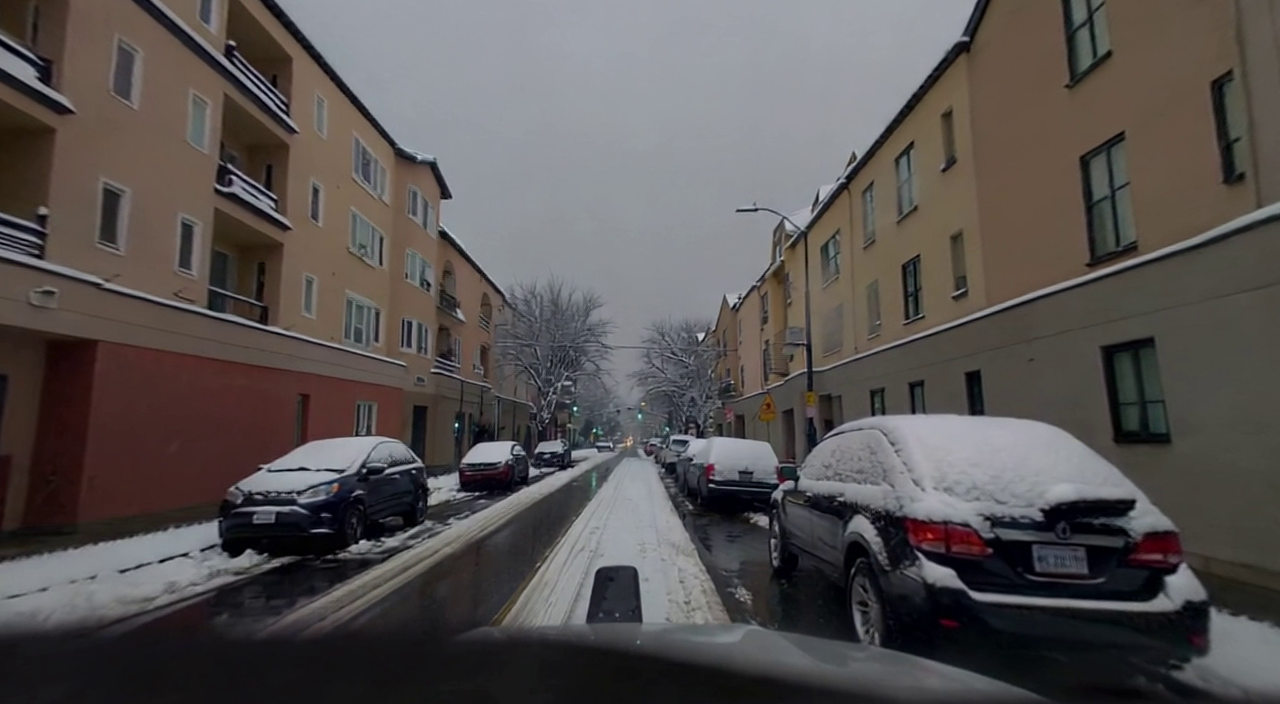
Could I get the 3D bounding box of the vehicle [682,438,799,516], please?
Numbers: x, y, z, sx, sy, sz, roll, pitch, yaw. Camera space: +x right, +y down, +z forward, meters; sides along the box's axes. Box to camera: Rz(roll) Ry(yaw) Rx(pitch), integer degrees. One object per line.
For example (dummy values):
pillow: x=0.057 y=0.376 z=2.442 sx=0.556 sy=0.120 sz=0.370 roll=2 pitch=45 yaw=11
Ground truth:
vehicle: x=2.050 y=2.668 z=14.144 sx=1.786 sy=1.447 sz=4.314 roll=0 pitch=-8 yaw=-2

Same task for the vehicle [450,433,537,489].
vehicle: x=-4.794 y=3.640 z=21.242 sx=1.942 sy=1.521 sz=3.761 roll=5 pitch=-9 yaw=0

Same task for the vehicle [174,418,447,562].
vehicle: x=-4.514 y=1.975 z=9.608 sx=1.883 sy=1.499 sz=4.426 roll=6 pitch=-10 yaw=-3

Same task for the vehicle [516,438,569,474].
vehicle: x=-4.726 y=5.102 z=31.095 sx=1.872 sy=1.484 sz=3.978 roll=5 pitch=-9 yaw=1

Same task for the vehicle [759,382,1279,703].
vehicle: x=2.272 y=1.243 z=4.886 sx=1.839 sy=1.678 sz=3.918 roll=0 pitch=-8 yaw=-1
